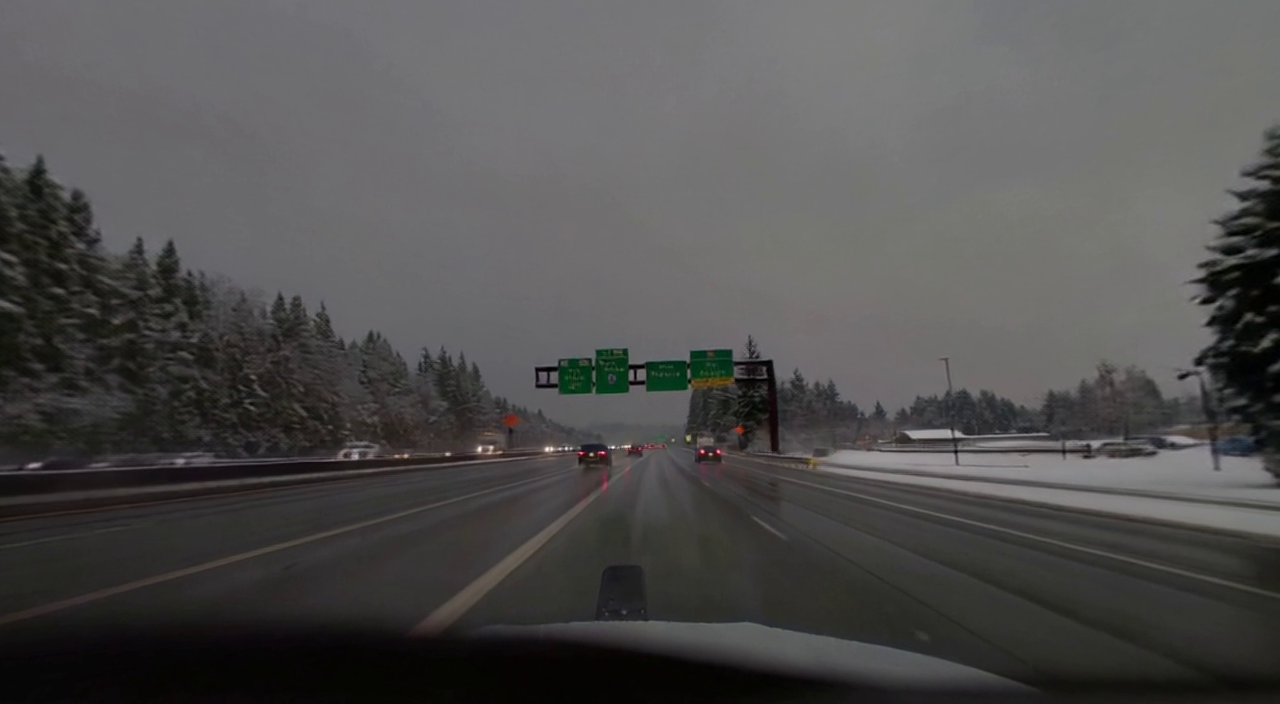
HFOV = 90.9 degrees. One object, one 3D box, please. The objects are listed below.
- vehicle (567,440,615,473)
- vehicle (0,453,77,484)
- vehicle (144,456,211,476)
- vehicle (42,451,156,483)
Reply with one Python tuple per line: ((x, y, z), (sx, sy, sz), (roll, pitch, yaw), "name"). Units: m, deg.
((-2.698, 5.904, 35.769), (2.196, 1.733, 4.355), (0, -8, 2), "vehicle")
((-33.168, 6.214, 33.809), (1.879, 1.471, 4.447), (0, -8, 0), "vehicle")
((-35.307, 8.710, 48.305), (1.760, 1.402, 4.340), (0, -8, 2), "vehicle")
((-27.253, 5.791, 31.981), (1.806, 1.450, 4.352), (0, -8, 2), "vehicle")
